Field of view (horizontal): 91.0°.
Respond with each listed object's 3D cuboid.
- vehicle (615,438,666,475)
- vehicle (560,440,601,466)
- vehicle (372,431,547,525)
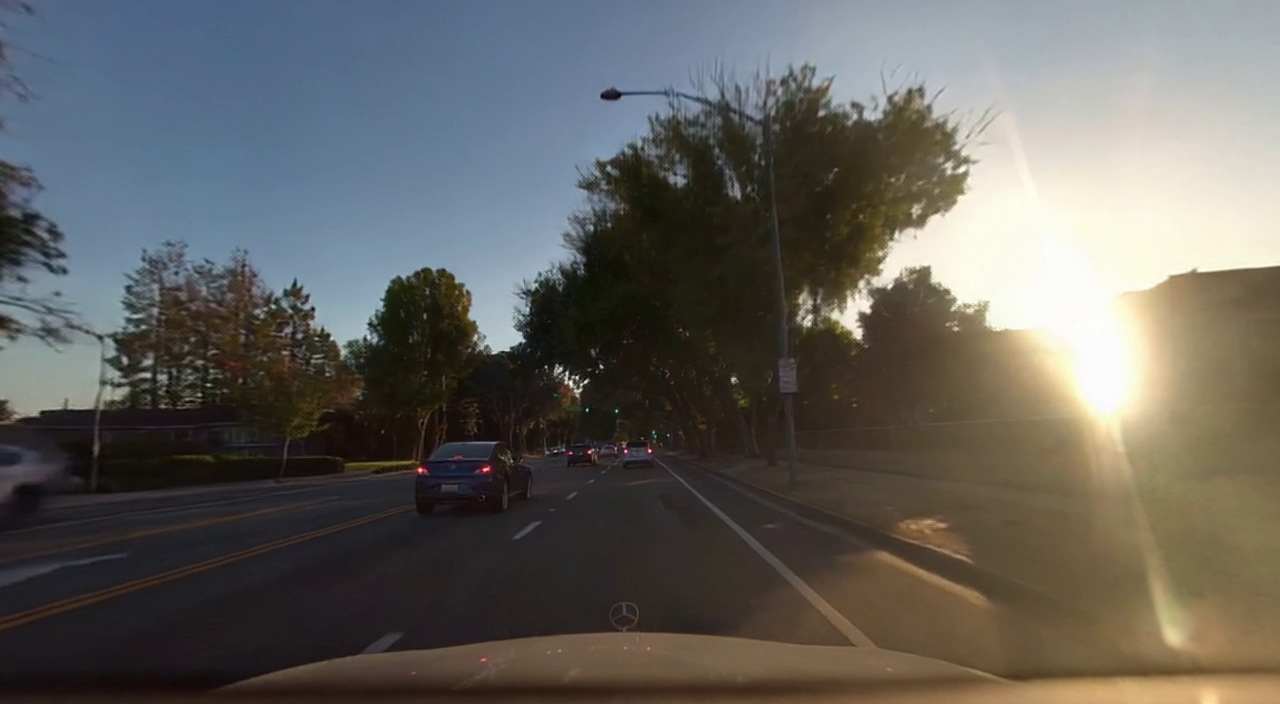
[{"bbox_3d":[-0.008,4.529,27.506,2.065,1.456,4.099,0,-8,-1],"label":"vehicle"},{"bbox_3d":[-3.609,6.196,38.709,2.114,1.500,3.912,0,-8,1],"label":"vehicle"},{"bbox_3d":[-3.160,2.303,12.120,2.030,1.467,4.403,0,-8,0],"label":"vehicle"}]
